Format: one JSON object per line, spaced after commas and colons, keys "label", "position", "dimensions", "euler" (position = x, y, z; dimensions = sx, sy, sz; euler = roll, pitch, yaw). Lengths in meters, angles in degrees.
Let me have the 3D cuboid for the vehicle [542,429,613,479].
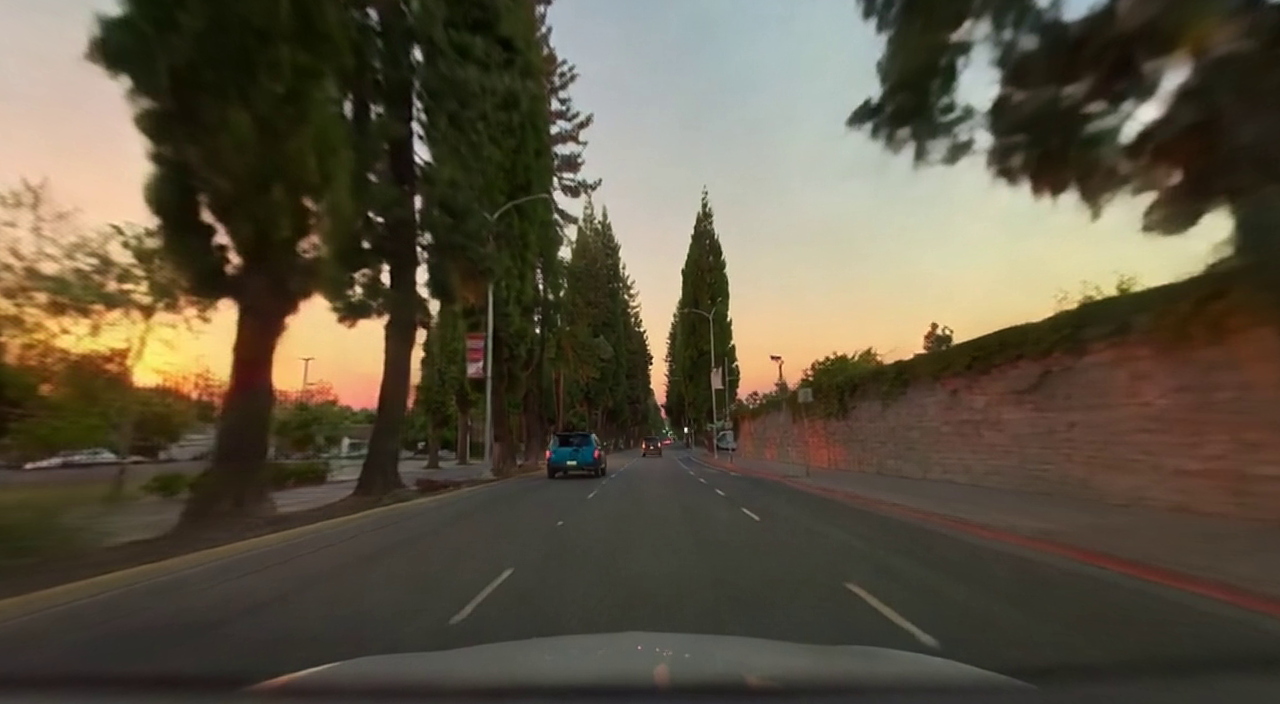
{"label": "vehicle", "position": [-2.406, 4.118, 25.675], "dimensions": [2.281, 1.837, 4.845], "euler": [0, -8, 2]}
